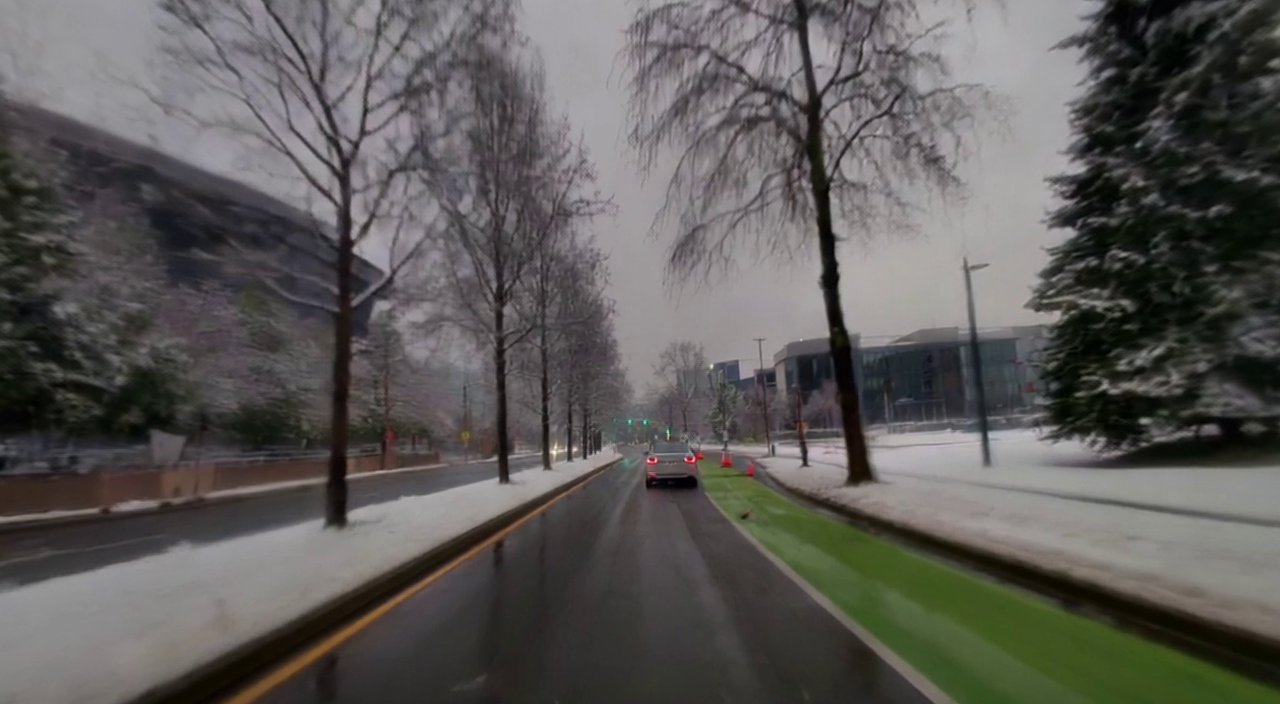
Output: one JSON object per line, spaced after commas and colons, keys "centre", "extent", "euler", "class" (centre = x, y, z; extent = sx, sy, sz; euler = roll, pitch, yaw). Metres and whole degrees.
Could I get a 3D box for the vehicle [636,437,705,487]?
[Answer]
{"centre": [1.021, 3.719, 21.698], "extent": [2.114, 1.493, 4.430], "euler": [0, -8, 2], "class": "vehicle"}
